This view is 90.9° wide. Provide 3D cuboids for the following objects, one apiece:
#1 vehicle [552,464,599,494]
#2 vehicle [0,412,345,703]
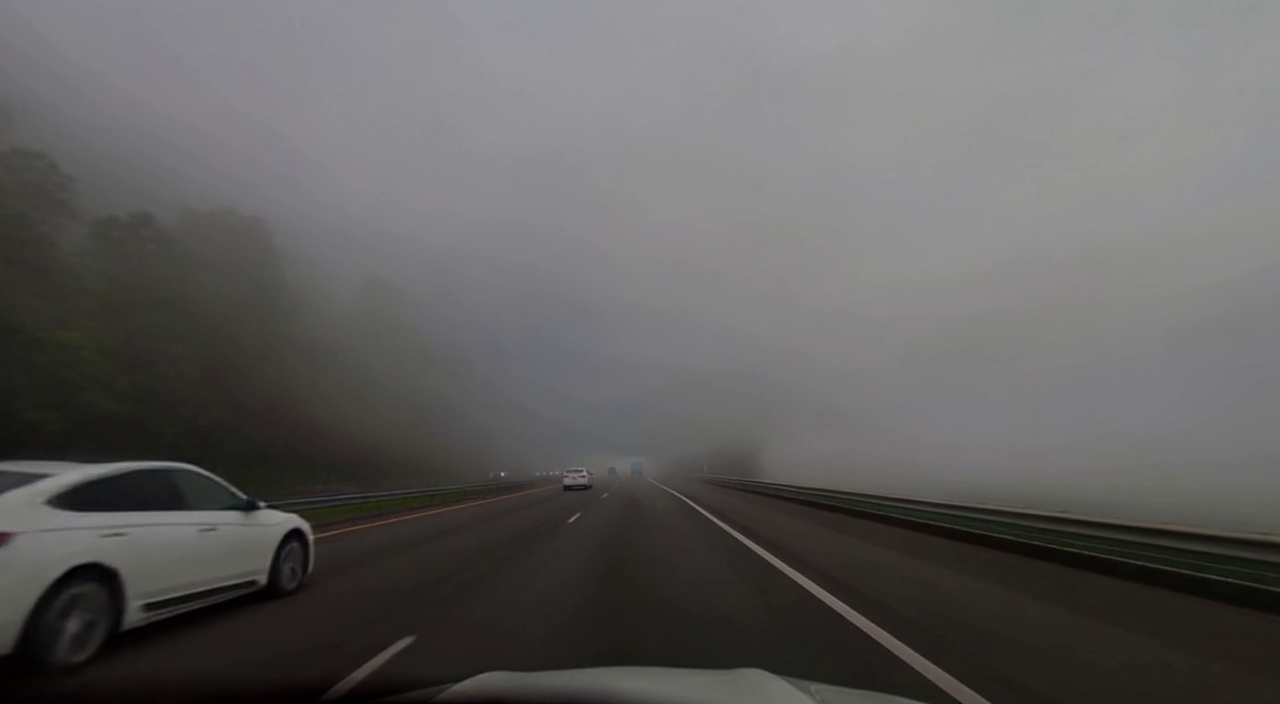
[{"bbox_3d":[-3.482,6.981,34.808,2.006,1.516,4.820,1,-11,0],"label":"vehicle"},{"bbox_3d":[-4.307,1.319,4.577,2.040,1.525,4.603,1,-11,0],"label":"vehicle"}]
